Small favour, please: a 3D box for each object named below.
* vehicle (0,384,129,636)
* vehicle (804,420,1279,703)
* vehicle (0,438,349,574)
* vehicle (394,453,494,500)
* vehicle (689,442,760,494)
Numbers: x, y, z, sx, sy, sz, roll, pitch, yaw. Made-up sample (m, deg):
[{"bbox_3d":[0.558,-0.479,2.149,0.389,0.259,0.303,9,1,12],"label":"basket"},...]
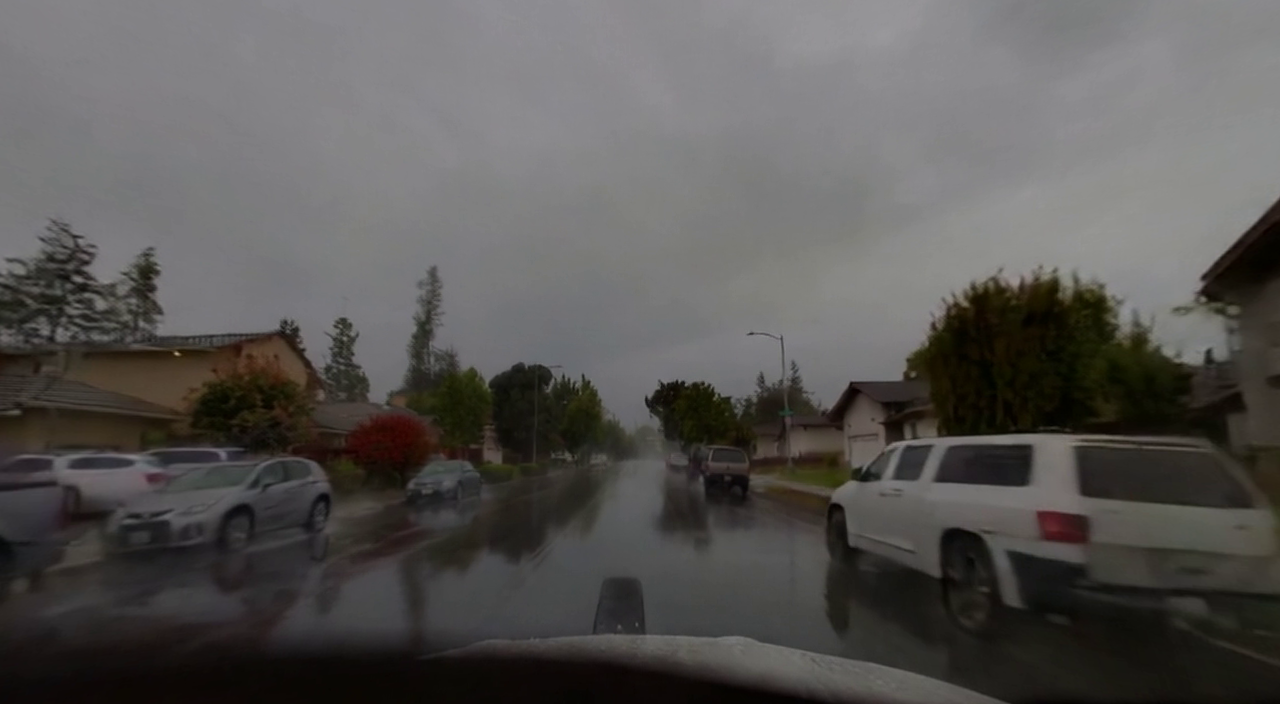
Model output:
[{"bbox_3d":[-6.874,1.121,4.086,2.408,2.201,5.646,-1,-11,-2],"label":"vehicle"},{"bbox_3d":[3.162,1.526,5.852,2.050,1.598,4.590,0,-8,0],"label":"vehicle"},{"bbox_3d":[-6.926,2.433,10.180,1.905,1.602,4.974,-2,-13,2],"label":"vehicle"},{"bbox_3d":[-6.871,4.552,22.643,2.071,1.481,4.425,-1,-13,2],"label":"vehicle"},{"bbox_3d":[3.248,4.590,25.397,2.262,1.870,4.948,0,-8,1],"label":"vehicle"}]
